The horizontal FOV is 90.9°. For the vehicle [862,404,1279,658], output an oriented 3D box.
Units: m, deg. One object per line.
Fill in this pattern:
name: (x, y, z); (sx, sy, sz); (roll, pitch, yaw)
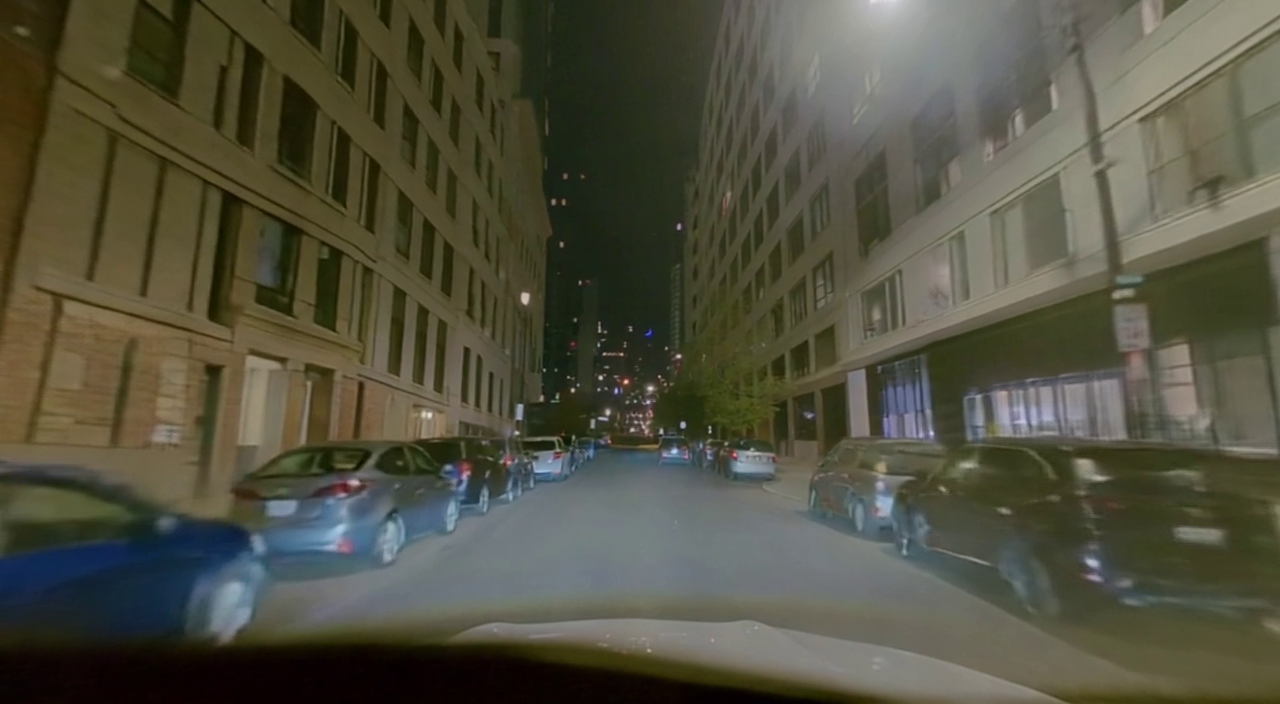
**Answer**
vehicle: (3.738, 1.361, 5.864); (1.896, 1.549, 3.845); (0, -8, 0)

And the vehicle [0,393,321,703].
vehicle: (-3.472, 0.992, 2.912); (1.859, 1.508, 4.144); (2, -3, -1)

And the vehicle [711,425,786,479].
vehicle: (3.952, 3.711, 23.736); (1.879, 1.802, 4.574); (0, -8, -1)
